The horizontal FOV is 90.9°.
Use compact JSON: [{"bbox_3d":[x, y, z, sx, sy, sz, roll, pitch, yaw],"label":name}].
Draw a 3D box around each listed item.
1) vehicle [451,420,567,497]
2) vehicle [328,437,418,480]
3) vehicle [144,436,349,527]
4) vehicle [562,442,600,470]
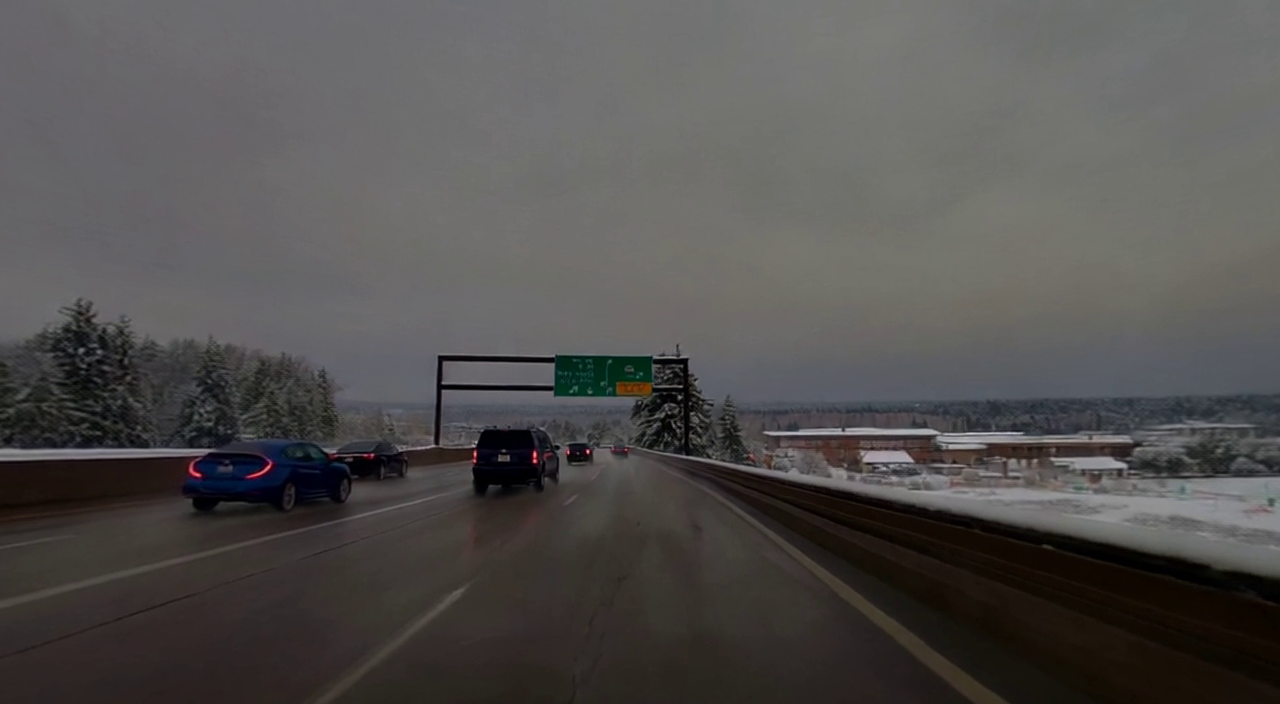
[{"bbox_3d":[-3.754,3.181,19.261,2.301,1.985,5.247,0,-8,1],"label":"vehicle"},{"bbox_3d":[-11.309,4.530,27.085,1.919,1.665,4.394,0,-8,0],"label":"vehicle"},{"bbox_3d":[-7.410,2.422,12.339,1.796,1.509,3.393,0,-8,0],"label":"vehicle"},{"bbox_3d":[-3.543,6.315,38.449,1.955,1.614,3.817,0,-8,0],"label":"vehicle"}]
